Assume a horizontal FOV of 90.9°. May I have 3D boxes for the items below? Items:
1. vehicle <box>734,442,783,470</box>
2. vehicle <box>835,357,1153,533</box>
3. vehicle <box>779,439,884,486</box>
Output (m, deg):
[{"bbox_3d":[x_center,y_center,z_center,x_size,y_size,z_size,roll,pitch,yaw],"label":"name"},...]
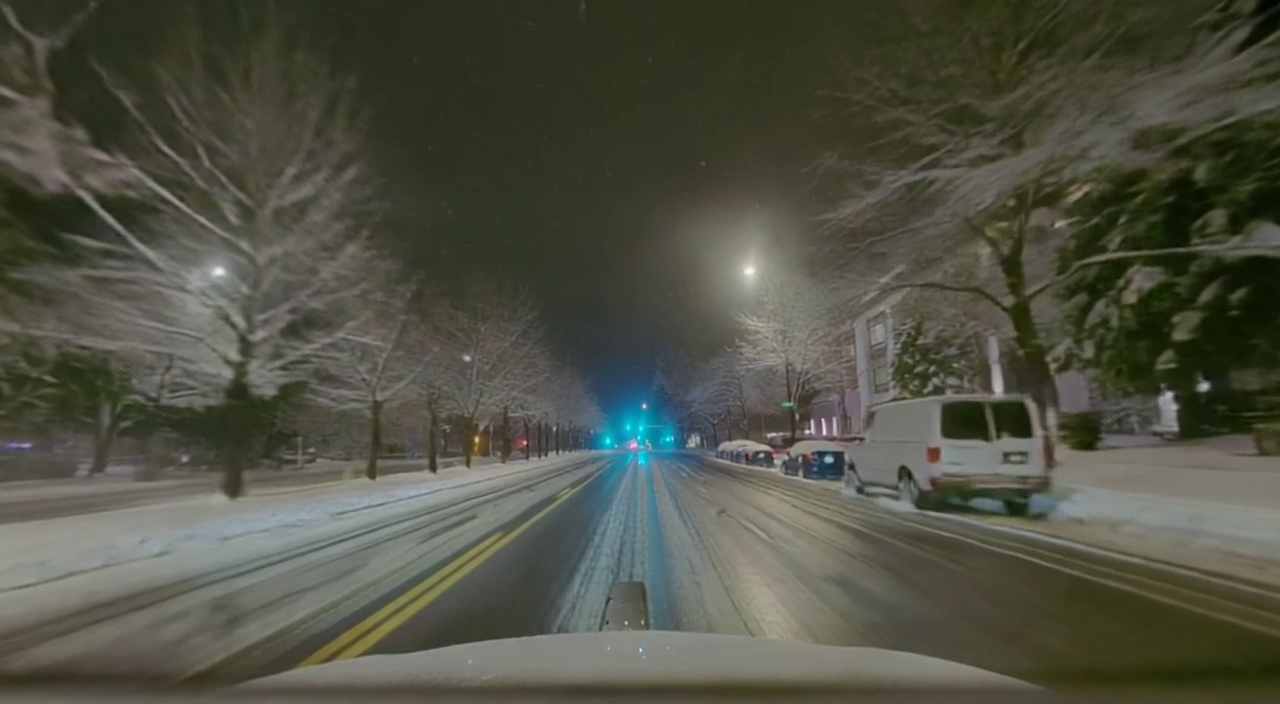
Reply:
[{"bbox_3d":[6.745,5.947,36.293,1.847,1.472,4.846,0,-8,0],"label":"vehicle"},{"bbox_3d":[6.227,1.827,12.555,2.762,2.607,6.182,0,-8,1],"label":"vehicle"},{"bbox_3d":[6.672,3.886,22.614,2.109,1.477,4.963,0,-8,-1],"label":"vehicle"}]
